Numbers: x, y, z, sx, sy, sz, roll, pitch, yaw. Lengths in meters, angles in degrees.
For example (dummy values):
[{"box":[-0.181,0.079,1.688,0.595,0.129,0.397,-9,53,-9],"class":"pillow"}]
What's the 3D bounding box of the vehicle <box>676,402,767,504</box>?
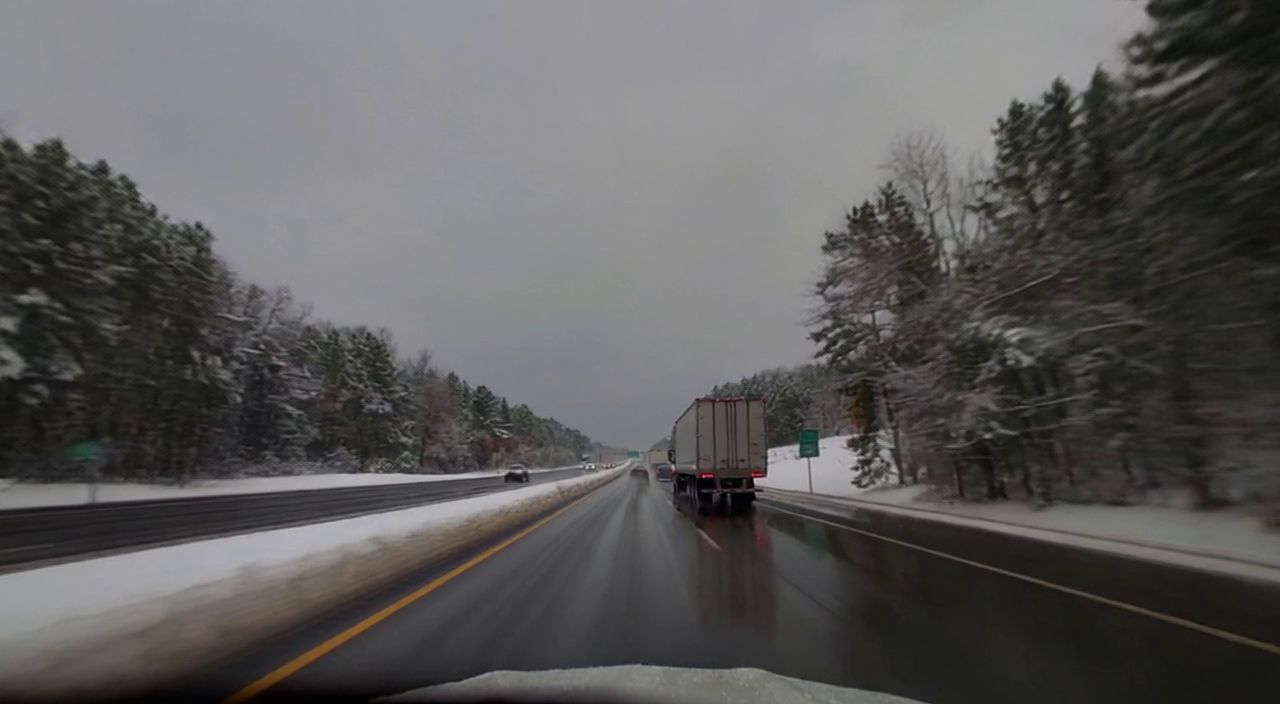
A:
[{"box":[3.695,5.356,32.613,2.863,4.088,14.040,1,-10,0],"class":"vehicle"}]
